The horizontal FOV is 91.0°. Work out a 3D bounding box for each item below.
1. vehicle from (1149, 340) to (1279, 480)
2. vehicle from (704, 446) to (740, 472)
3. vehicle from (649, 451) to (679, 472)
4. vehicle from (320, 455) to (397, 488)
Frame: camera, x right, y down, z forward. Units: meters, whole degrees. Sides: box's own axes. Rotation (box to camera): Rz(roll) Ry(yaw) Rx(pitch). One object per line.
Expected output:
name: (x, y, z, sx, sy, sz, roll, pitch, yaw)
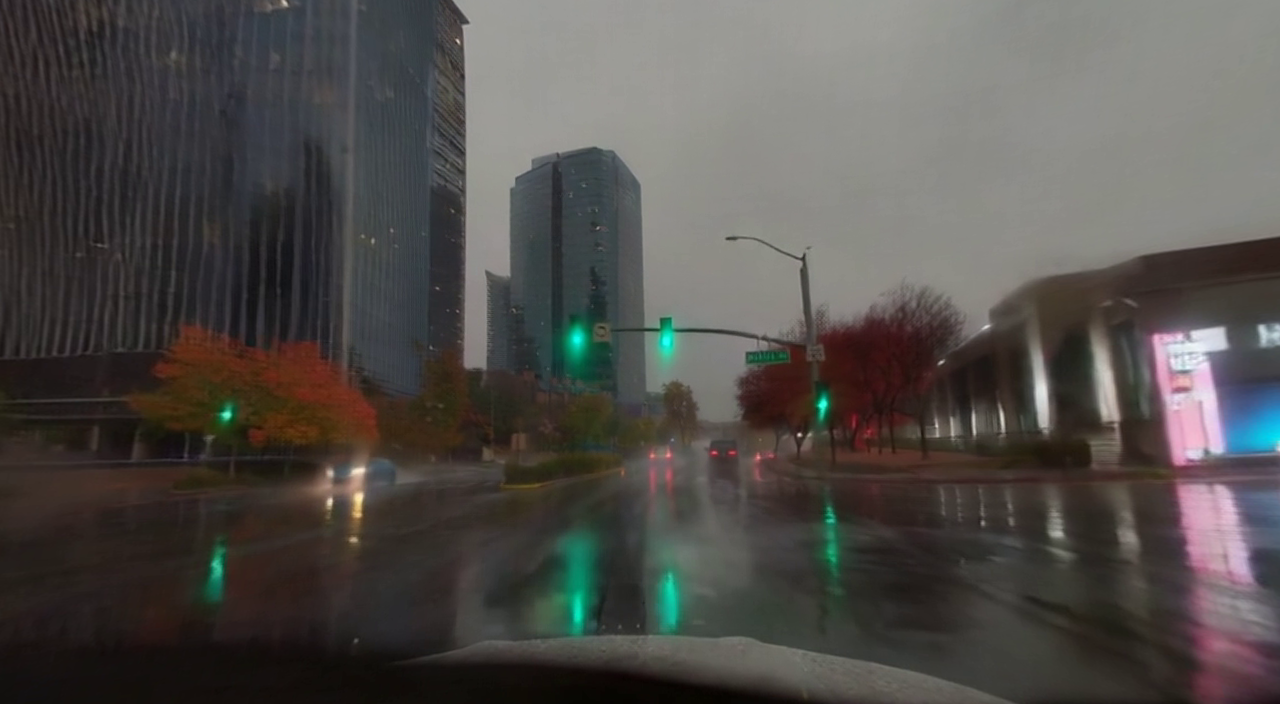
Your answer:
vehicle: (20.937, 1.632, 17.044, 10.893, 3.534, 3.195, -1, -9, 4)
vehicle: (5.748, 7.553, 44.666, 2.174, 1.749, 4.739, 0, -9, 3)
vehicle: (1.858, 8.359, 48.325, 2.014, 1.525, 4.197, -1, -9, 6)
vehicle: (-14.640, 6.226, 33.005, 1.904, 1.582, 4.111, -1, -9, 4)
